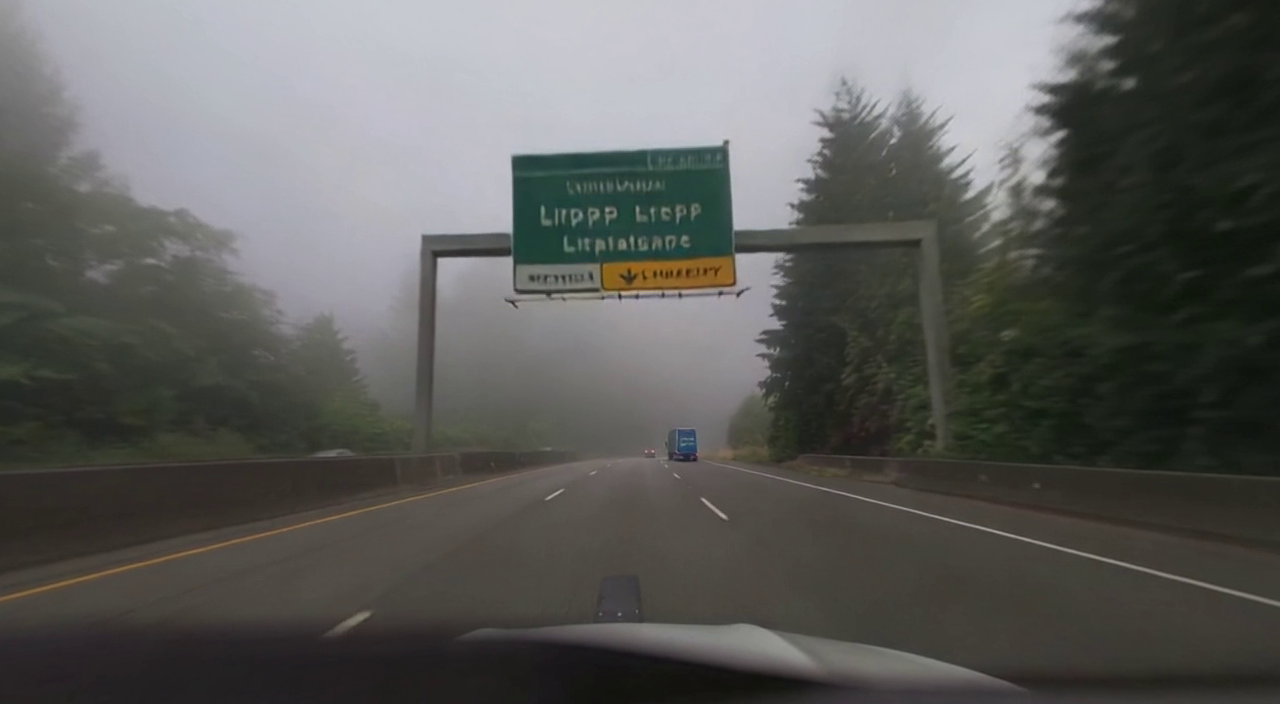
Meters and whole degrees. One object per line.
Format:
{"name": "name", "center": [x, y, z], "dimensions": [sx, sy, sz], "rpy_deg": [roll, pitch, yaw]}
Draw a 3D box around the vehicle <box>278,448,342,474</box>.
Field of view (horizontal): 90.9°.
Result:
{"name": "vehicle", "center": [-20.953, 6.928, 40.212], "dimensions": [1.840, 1.521, 4.024], "rpy_deg": [0, -8, 1]}
